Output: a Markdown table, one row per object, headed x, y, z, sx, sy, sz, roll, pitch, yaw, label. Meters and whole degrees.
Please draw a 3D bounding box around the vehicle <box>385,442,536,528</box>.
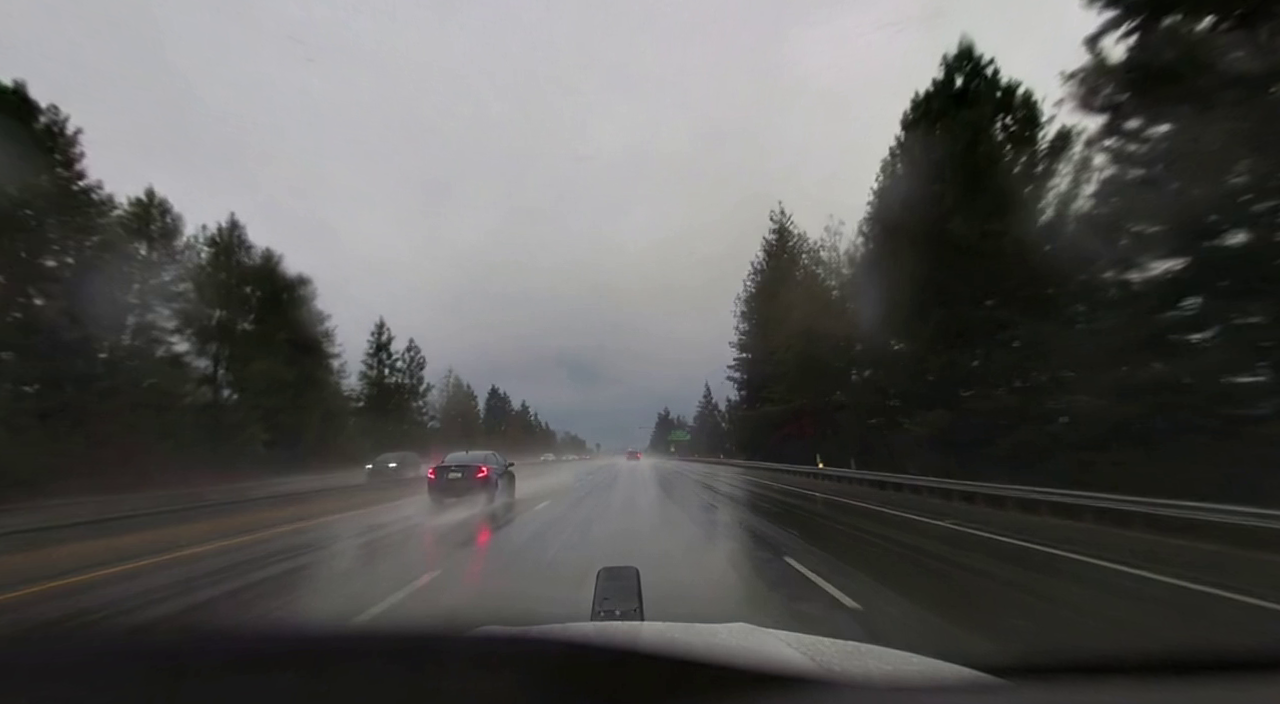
| x | y | z | sx | sy | sz | roll | pitch | yaw | label |
| --- | --- | --- | --- | --- | --- | --- | --- | --- | --- |
| -3.497 | 2.649 | 13.127 | 1.970 | 1.492 | 3.944 | 0 | -9 | 0 | vehicle |
